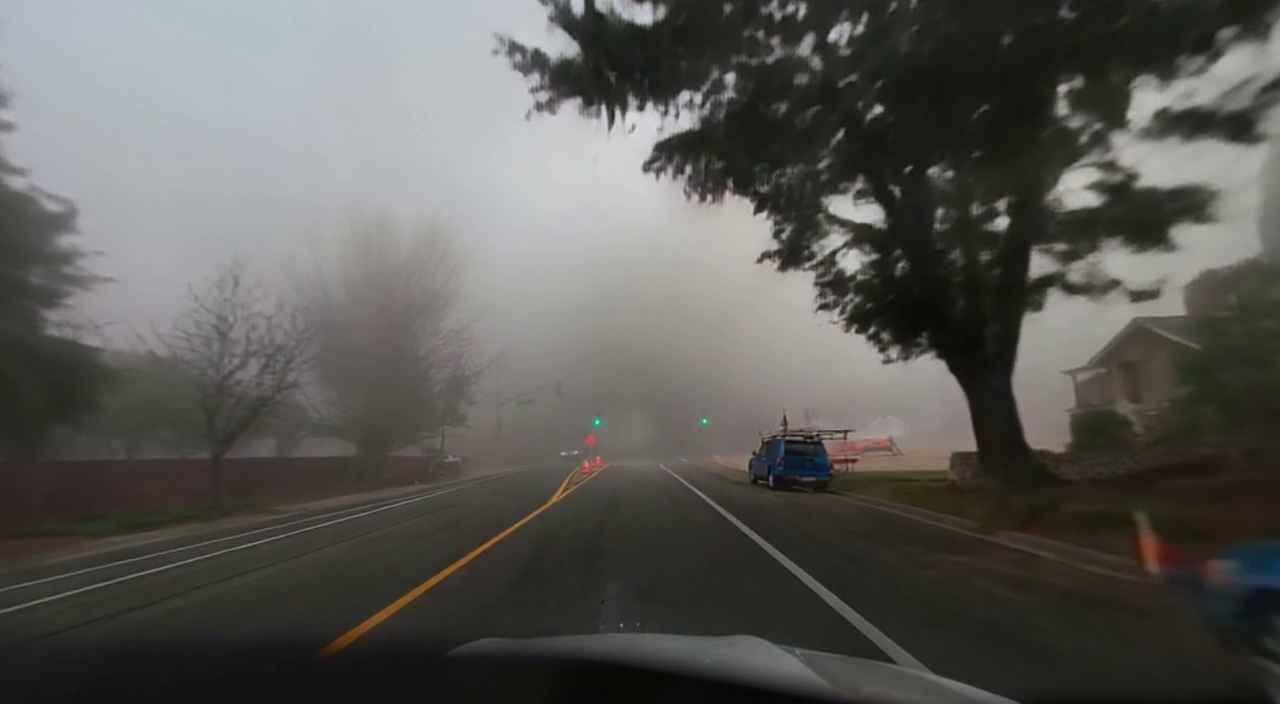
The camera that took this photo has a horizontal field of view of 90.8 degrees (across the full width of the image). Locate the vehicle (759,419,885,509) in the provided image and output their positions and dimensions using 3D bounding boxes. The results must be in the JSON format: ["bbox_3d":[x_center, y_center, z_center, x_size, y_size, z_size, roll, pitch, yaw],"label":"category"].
[{"bbox_3d":[4.255,2.680,15.377,2.241,1.935,3.270,-1,-9,4],"label":"vehicle"}]

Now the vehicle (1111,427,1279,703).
[{"bbox_3d":[3.925,0.887,1.727,1.870,1.441,4.539,-1,-9,2],"label":"vehicle"}]
